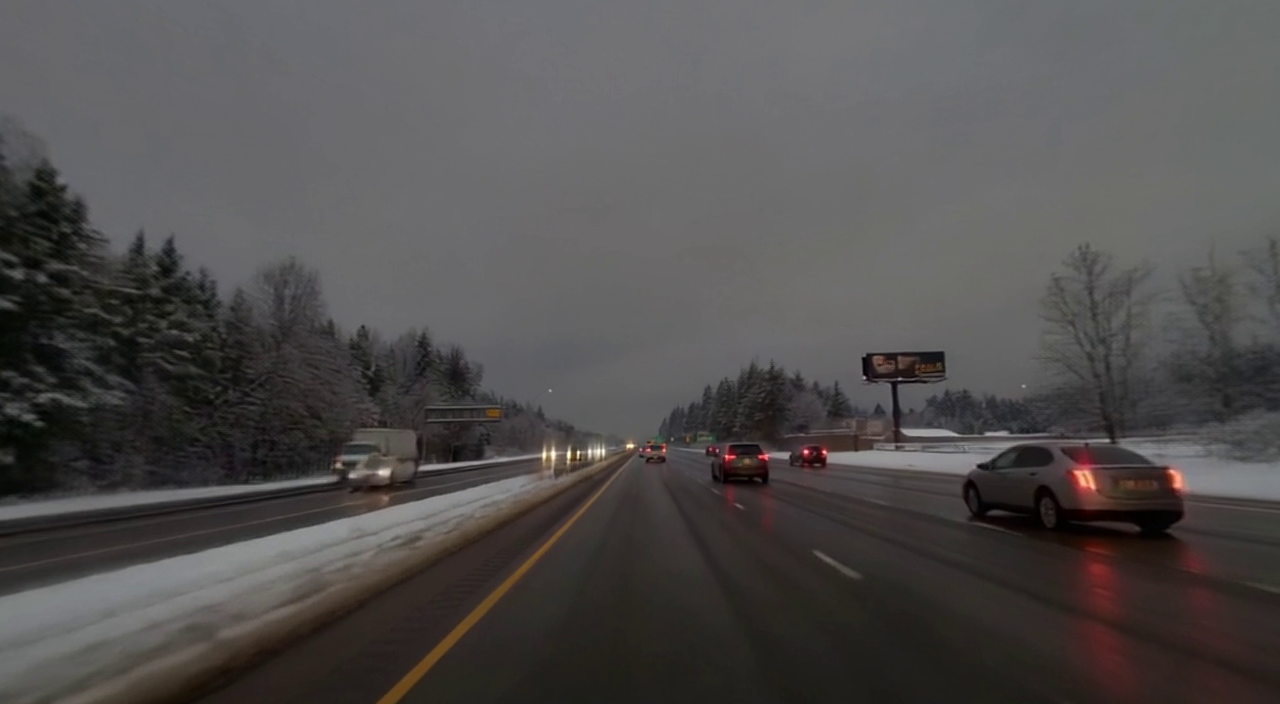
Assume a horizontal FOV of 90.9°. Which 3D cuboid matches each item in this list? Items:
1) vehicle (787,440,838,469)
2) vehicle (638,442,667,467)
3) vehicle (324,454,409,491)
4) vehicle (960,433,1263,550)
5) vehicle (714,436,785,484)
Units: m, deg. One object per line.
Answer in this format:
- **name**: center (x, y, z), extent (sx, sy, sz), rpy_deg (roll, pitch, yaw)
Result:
- **vehicle**: center (11.429, 6.832, 42.119), extent (2.028, 1.801, 4.503), rpy_deg (0, -8, -1)
- **vehicle**: center (0.913, 7.799, 48.220), extent (2.145, 1.832, 4.004), rpy_deg (0, -8, 0)
- **vehicle**: center (-13.042, 5.761, 30.430), extent (1.906, 1.533, 4.731), rpy_deg (0, -8, 1)
- **vehicle**: center (7.494, 2.200, 10.753), extent (1.807, 1.558, 4.352), rpy_deg (0, -8, 0)
- **vehicle**: center (4.529, 4.538, 26.825), extent (2.075, 1.845, 4.667), rpy_deg (0, -8, -1)
